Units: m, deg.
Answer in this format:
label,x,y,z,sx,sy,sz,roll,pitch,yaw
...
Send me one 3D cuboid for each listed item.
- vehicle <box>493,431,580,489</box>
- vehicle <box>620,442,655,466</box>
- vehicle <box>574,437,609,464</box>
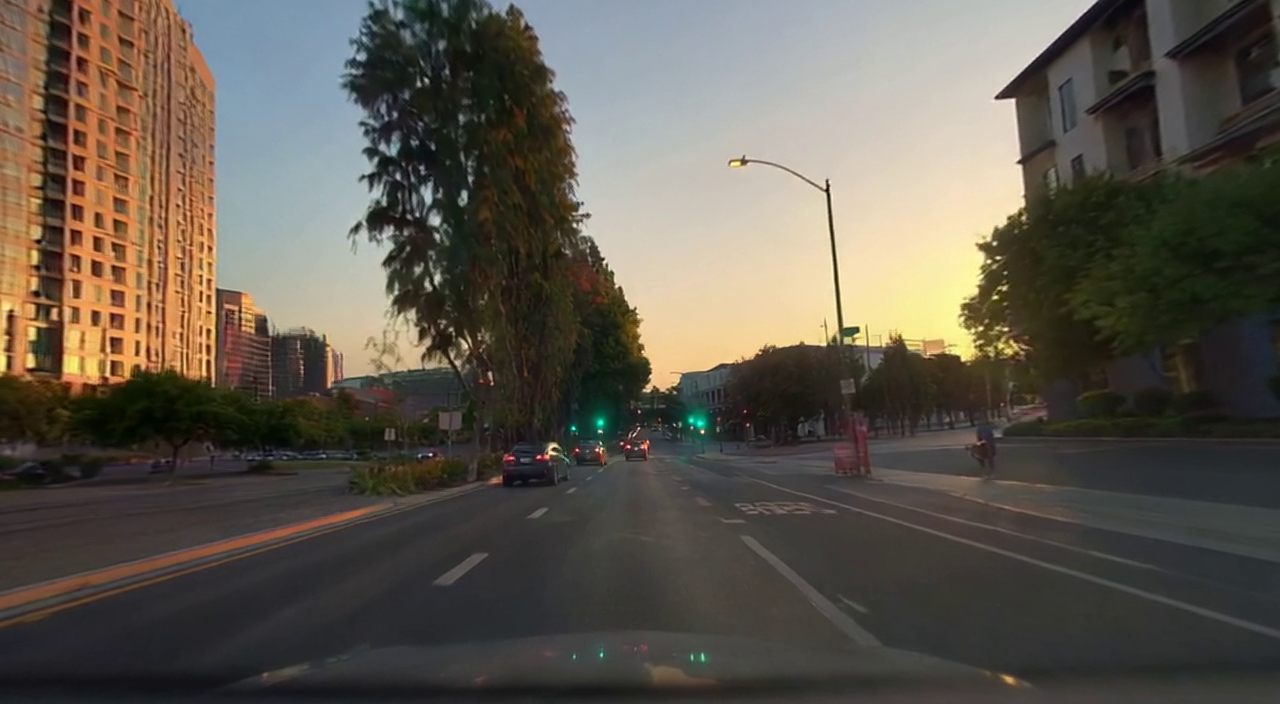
label,x,y,z,sx,sy,sz,roll,pitch,yaw
vehicle,-3.327,3.577,21.236,2.116,1.725,4.315,0,-8,1
vehicle,-0.159,6.353,39.547,2.095,1.438,3.843,0,-8,0
vehicle,-3.439,7.092,45.457,2.152,1.802,4.628,0,-9,0
